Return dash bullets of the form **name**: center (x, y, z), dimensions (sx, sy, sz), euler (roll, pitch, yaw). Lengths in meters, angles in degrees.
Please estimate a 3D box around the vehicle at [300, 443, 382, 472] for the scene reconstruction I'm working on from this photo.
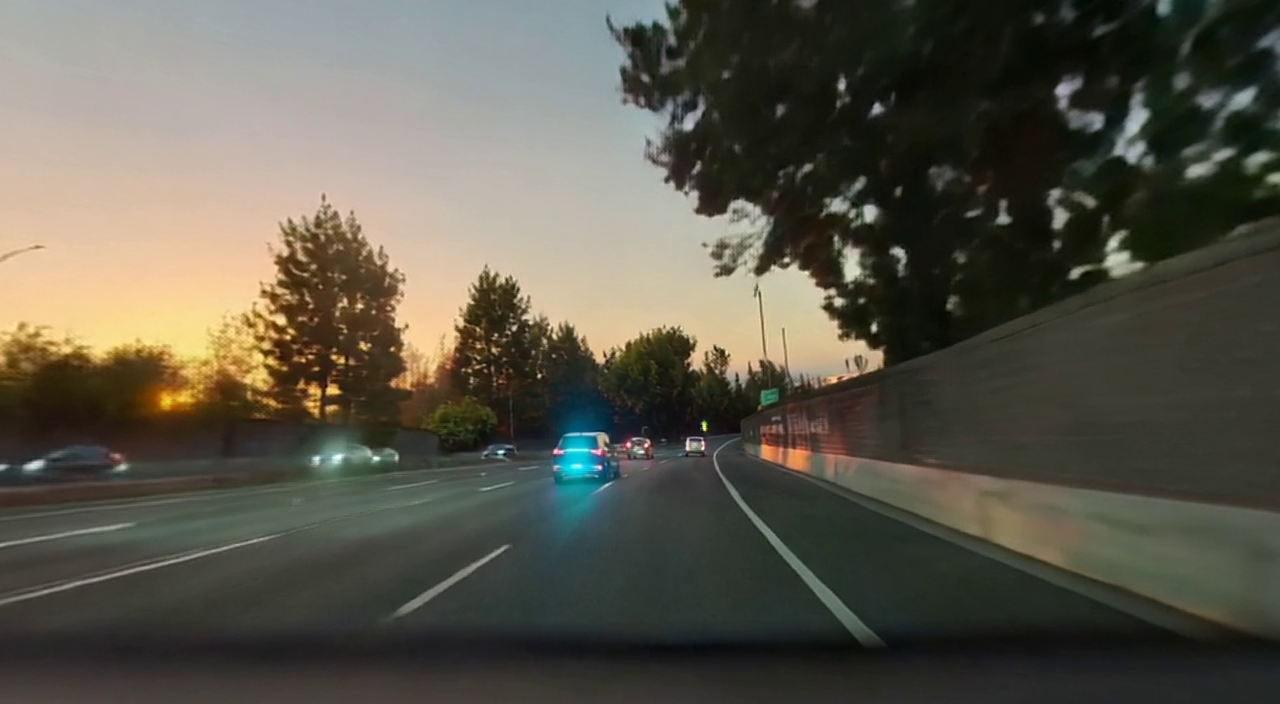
- **vehicle**: center (-16.173, 5.718, 34.465), dimensions (1.985, 1.475, 4.483), euler (-1, -8, 5)

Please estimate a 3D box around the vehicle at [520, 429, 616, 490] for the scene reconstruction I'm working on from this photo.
- **vehicle**: center (-2.056, 3.274, 19.615), dimensions (2.082, 1.638, 4.644), euler (-1, -8, 5)

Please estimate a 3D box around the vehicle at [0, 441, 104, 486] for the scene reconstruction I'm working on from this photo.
- **vehicle**: center (-23.930, 4.326, 24.822), dimensions (1.852, 1.614, 4.189), euler (-1, -8, 5)
